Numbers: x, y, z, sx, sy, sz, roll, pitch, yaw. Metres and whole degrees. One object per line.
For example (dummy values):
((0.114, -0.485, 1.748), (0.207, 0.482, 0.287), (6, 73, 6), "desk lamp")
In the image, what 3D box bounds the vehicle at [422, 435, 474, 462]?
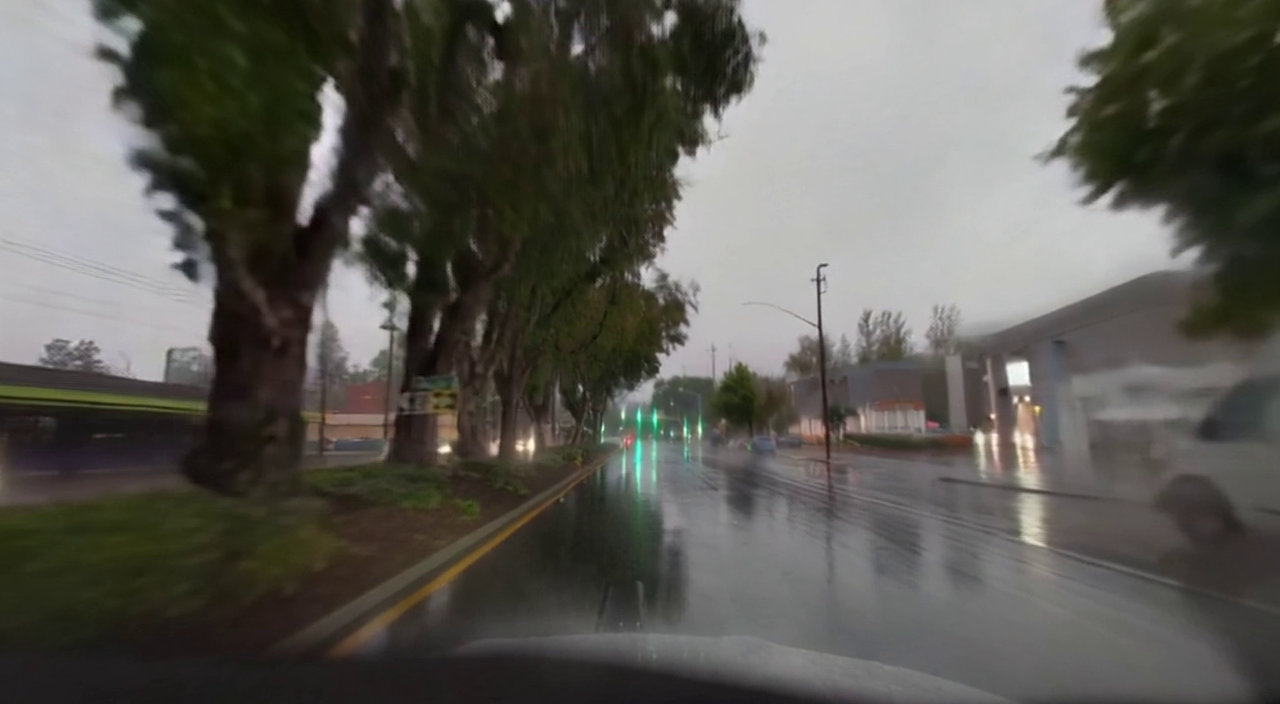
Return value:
((-12.753, 6.449, 42.232), (2.027, 1.647, 4.385), (0, -8, 1), "vehicle")

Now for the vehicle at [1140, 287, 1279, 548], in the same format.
((9.712, 0.550, 6.187), (2.684, 3.381, 8.336), (0, -9, 0), "vehicle")
